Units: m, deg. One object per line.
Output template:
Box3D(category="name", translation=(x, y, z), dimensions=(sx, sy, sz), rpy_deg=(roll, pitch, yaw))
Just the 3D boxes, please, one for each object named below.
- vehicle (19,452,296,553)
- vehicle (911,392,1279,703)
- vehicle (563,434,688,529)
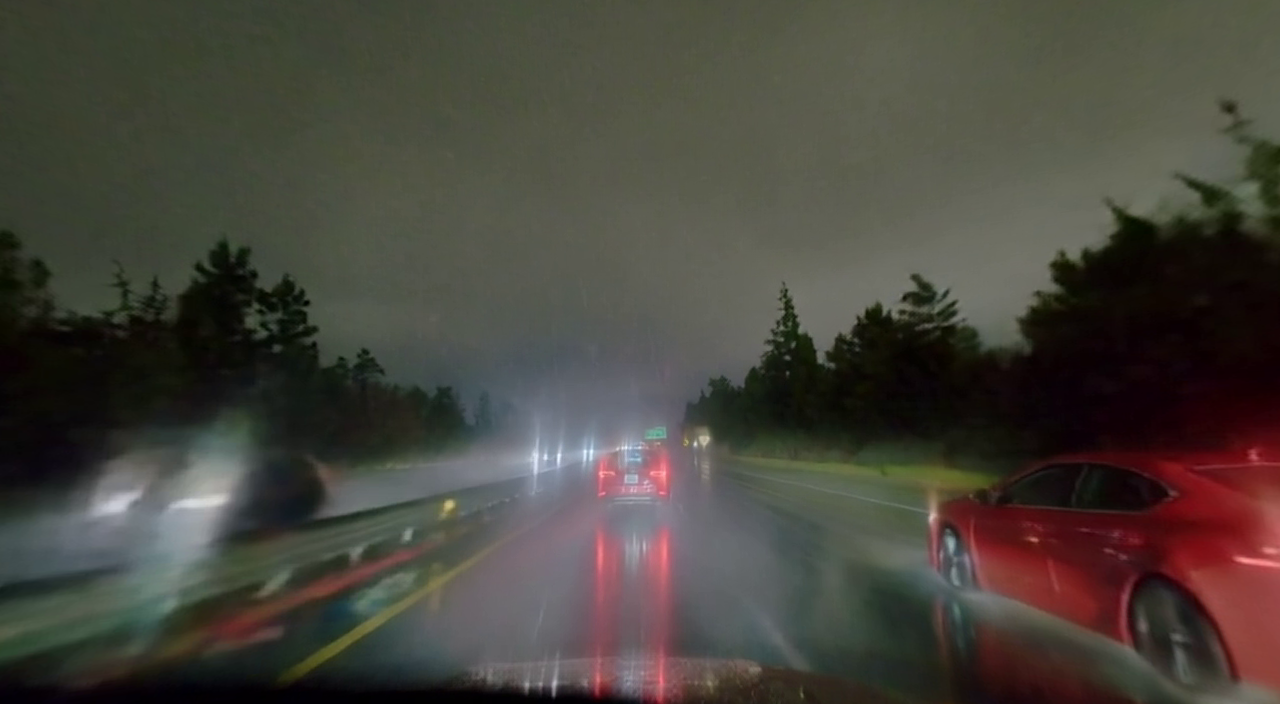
Box3D(category="vehicle", translation=(-9.033, 2.785, 12.303), dimensions=(1.925, 1.558, 4.069), rpy_deg=(-1, -9, 6))
Box3D(category="vehicle", translation=(3.691, 1.131, 3.911), dimensions=(2.021, 1.533, 4.014), rpy_deg=(0, -9, -3))
Box3D(category="vehicle", translation=(-0.328, 2.503, 12.696), dimensions=(2.083, 1.548, 4.251), rpy_deg=(0, -9, -2))
